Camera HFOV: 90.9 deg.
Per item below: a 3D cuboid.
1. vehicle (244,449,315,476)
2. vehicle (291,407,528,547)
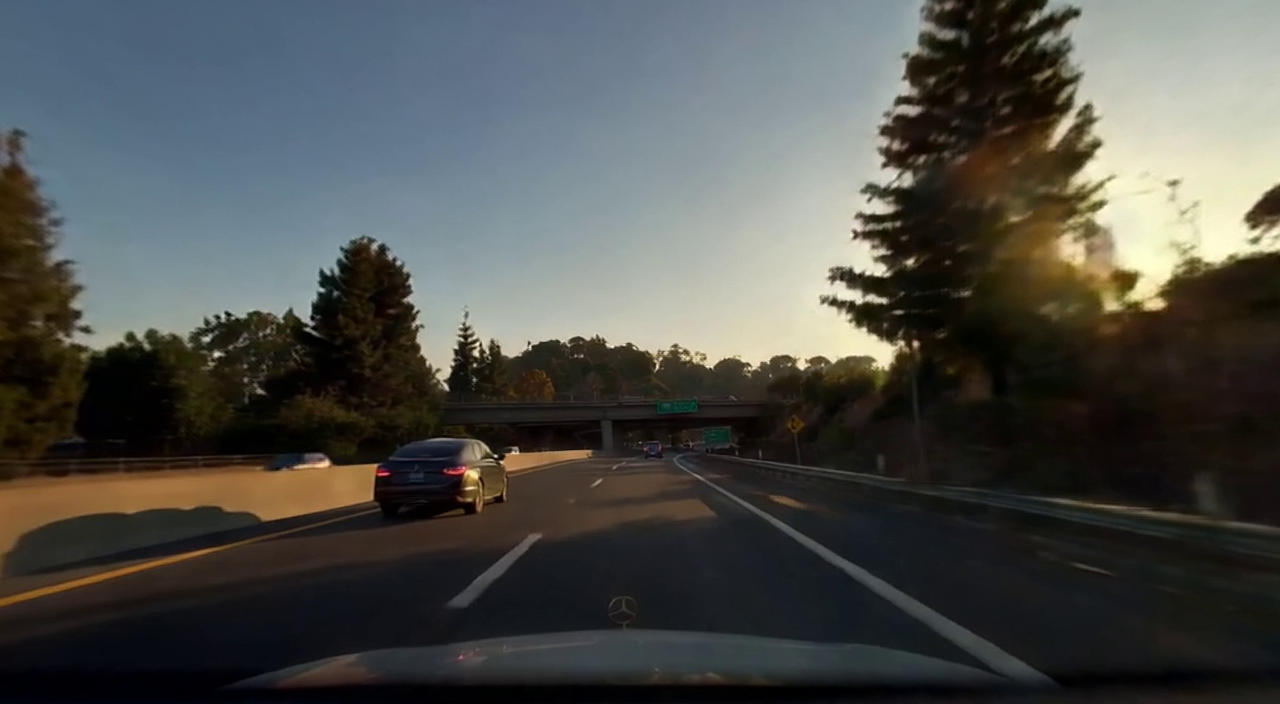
[{"bbox_3d":[-23.452,7.183,41.254,1.860,1.621,4.820,-1,-8,0],"label":"vehicle"},{"bbox_3d":[-3.628,2.113,11.457,2.143,1.851,5.817,0,-8,0],"label":"vehicle"}]
